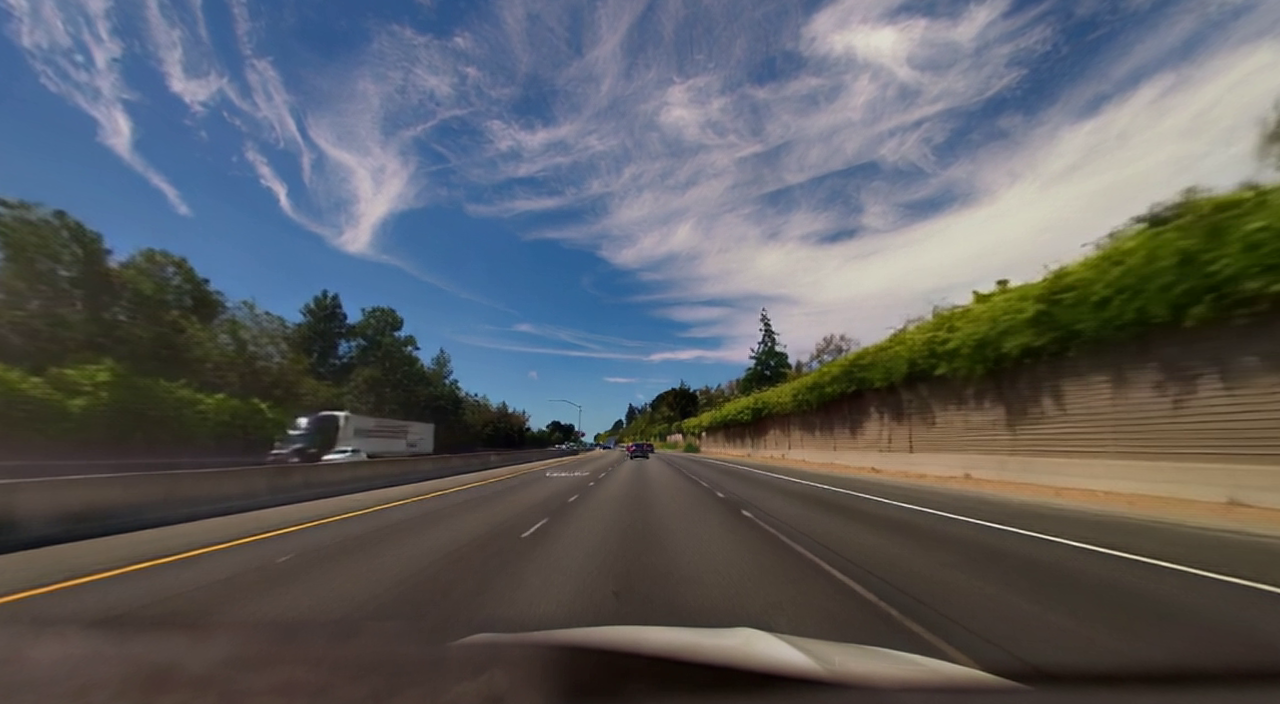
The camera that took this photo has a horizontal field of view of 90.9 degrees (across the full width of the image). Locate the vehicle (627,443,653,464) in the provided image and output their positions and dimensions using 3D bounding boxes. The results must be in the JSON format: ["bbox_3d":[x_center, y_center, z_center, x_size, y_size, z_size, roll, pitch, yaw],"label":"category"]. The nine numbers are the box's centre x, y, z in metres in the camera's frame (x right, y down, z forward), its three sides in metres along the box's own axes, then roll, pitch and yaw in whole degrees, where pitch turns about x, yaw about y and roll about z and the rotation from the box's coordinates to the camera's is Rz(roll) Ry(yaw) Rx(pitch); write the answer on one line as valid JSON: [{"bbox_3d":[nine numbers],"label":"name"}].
[{"bbox_3d":[0.004,7.719,47.887,1.873,1.529,3.953,0,-9,0],"label":"vehicle"}]

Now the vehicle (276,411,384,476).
[{"bbox_3d":[-19.914,5.988,41.212,2.984,3.802,7.929,0,-9,-1],"label":"vehicle"}]
